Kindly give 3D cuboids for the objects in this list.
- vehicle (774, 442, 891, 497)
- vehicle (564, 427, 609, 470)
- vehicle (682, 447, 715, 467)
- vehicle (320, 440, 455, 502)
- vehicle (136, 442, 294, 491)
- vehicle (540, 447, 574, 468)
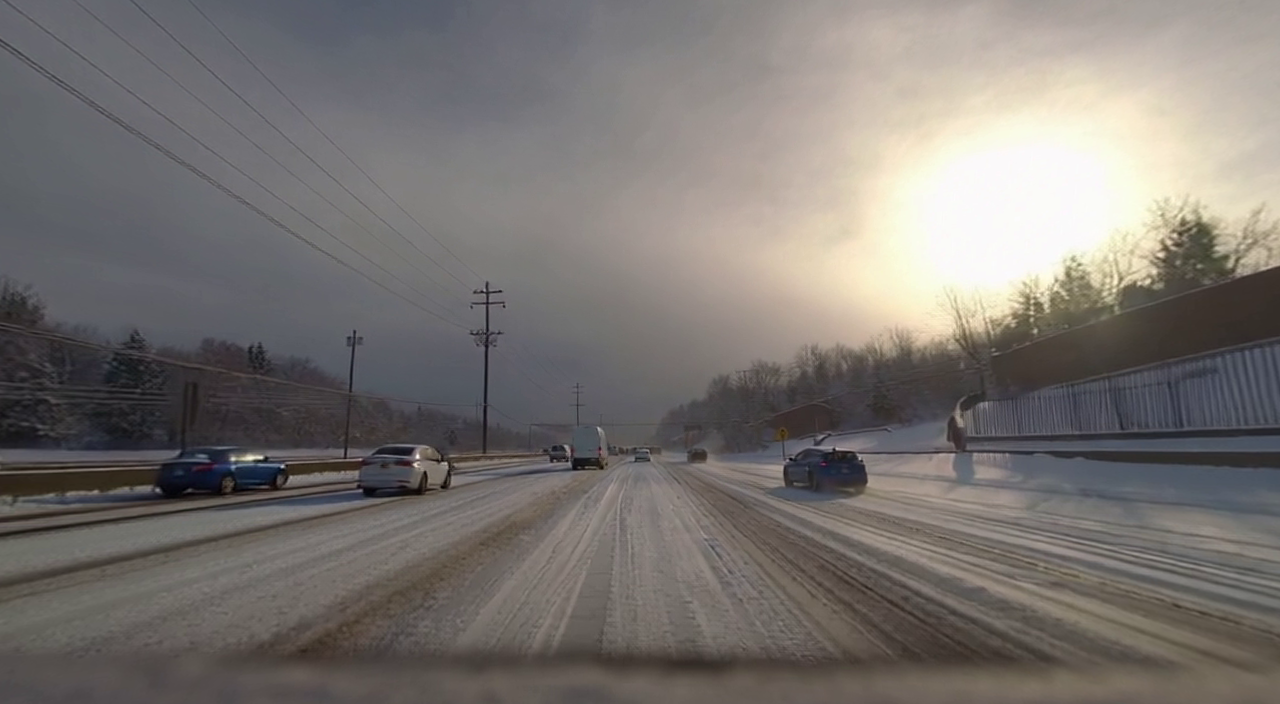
[{"bbox_3d":[5.656,3.510,19.197,2.052,1.470,4.364,0,-9,-2],"label":"vehicle"},{"bbox_3d":[-3.438,6.429,41.891,2.395,2.660,5.827,0,-9,1],"label":"vehicle"},{"bbox_3d":[4.462,8.153,49.034,2.095,1.504,4.536,0,-9,-1],"label":"vehicle"},{"bbox_3d":[-6.982,3.323,18.018,1.967,1.525,4.458,0,-9,1],"label":"vehicle"},{"bbox_3d":[-14.771,3.989,22.365,2.039,1.538,5.037,0,-9,1],"label":"vehicle"},{"bbox_3d":[-6.319,8.033,48.178,1.944,1.490,4.442,0,-9,0],"label":"vehicle"}]
